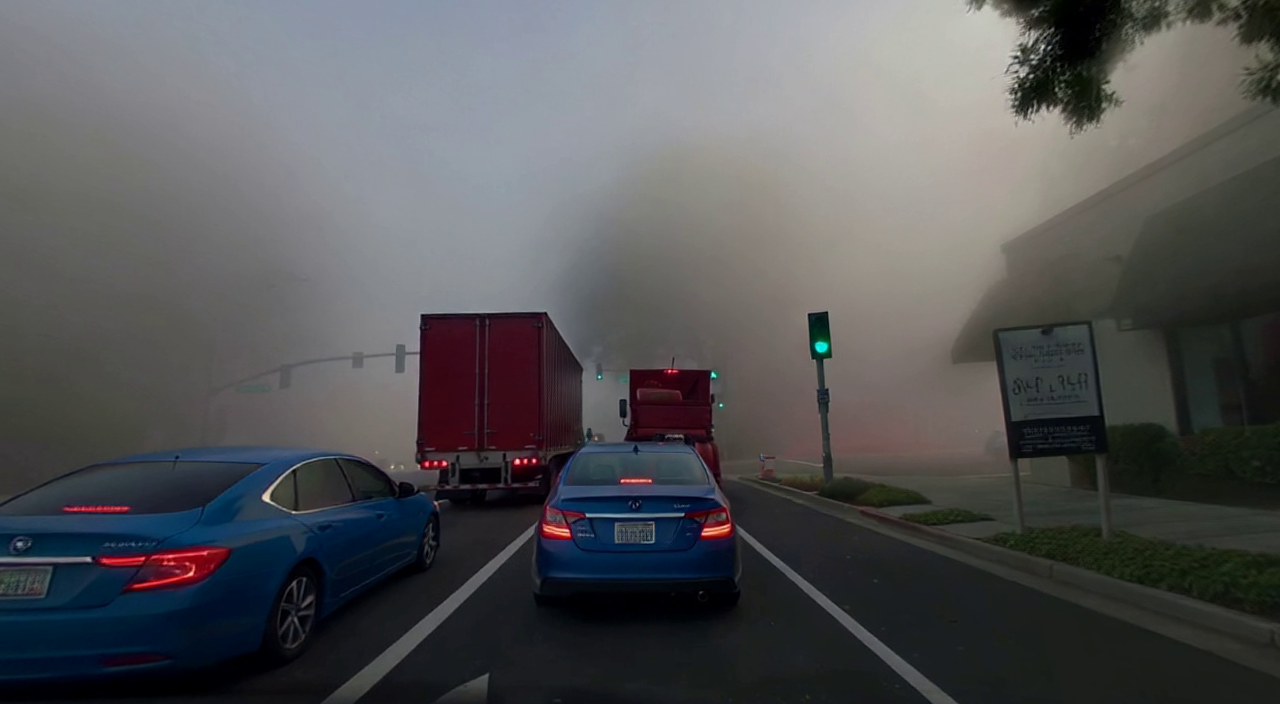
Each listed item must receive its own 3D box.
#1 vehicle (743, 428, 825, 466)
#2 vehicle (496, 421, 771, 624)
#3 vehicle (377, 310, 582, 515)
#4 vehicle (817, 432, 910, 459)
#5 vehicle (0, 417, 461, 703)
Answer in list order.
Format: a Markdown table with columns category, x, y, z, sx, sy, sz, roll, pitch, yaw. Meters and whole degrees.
| category | x | y | z | sx | sy | sz | roll | pitch | yaw |
| --- | --- | --- | --- | --- | --- | --- | --- | --- | --- |
| vehicle | 7.525 | 5.044 | 33.375 | 2.061 | 1.845 | 4.829 | 3 | -9 | -17 |
| vehicle | -0.100 | 1.595 | 6.870 | 2.067 | 1.506 | 4.118 | 0 | -8 | -2 |
| vehicle | -3.267 | 1.604 | 15.187 | 3.020 | 3.800 | 7.105 | 0 | -8 | 0 |
| vehicle | 12.681 | 5.351 | 35.839 | 4.574 | 1.478 | 1.880 | 0 | -8 | 3 |
| vehicle | -3.102 | 1.370 | 5.177 | 1.969 | 1.471 | 4.378 | 0 | -8 | 0 |
